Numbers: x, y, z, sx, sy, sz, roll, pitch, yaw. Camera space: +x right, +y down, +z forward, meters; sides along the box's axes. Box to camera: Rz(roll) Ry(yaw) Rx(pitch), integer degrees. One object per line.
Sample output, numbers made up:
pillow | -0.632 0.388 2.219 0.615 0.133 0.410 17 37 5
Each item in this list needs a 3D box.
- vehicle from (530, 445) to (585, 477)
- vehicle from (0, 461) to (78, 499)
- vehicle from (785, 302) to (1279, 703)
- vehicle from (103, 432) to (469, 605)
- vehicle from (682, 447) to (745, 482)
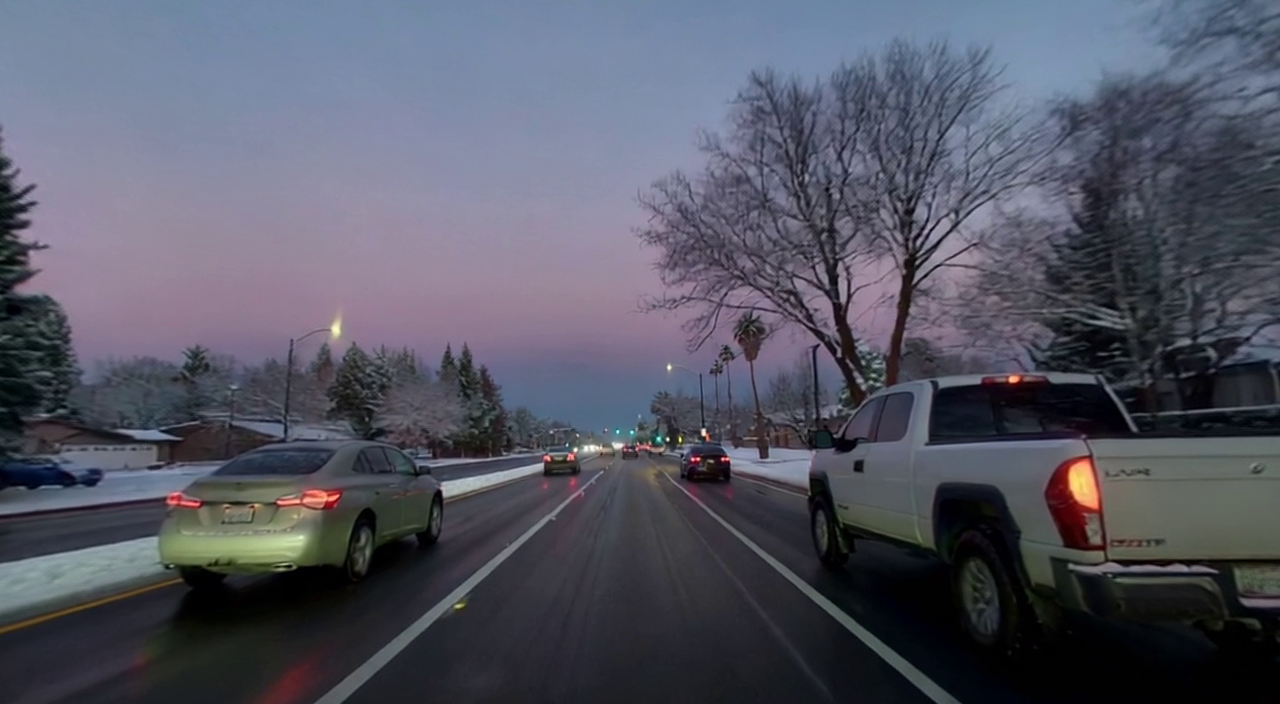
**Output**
vehicle | -4.156 5.596 32.700 2.263 1.548 4.555 0 -9 -1
vehicle | -34.577 7.225 35.518 5.036 1.823 2.374 -8 -11 22
vehicle | 3.296 1.191 5.759 2.478 2.030 5.723 0 -9 -1
vehicle | -3.743 1.815 7.842 2.094 1.509 4.286 0 -9 -1
vehicle | 3.225 5.068 28.820 2.149 1.421 4.805 0 -9 -2
